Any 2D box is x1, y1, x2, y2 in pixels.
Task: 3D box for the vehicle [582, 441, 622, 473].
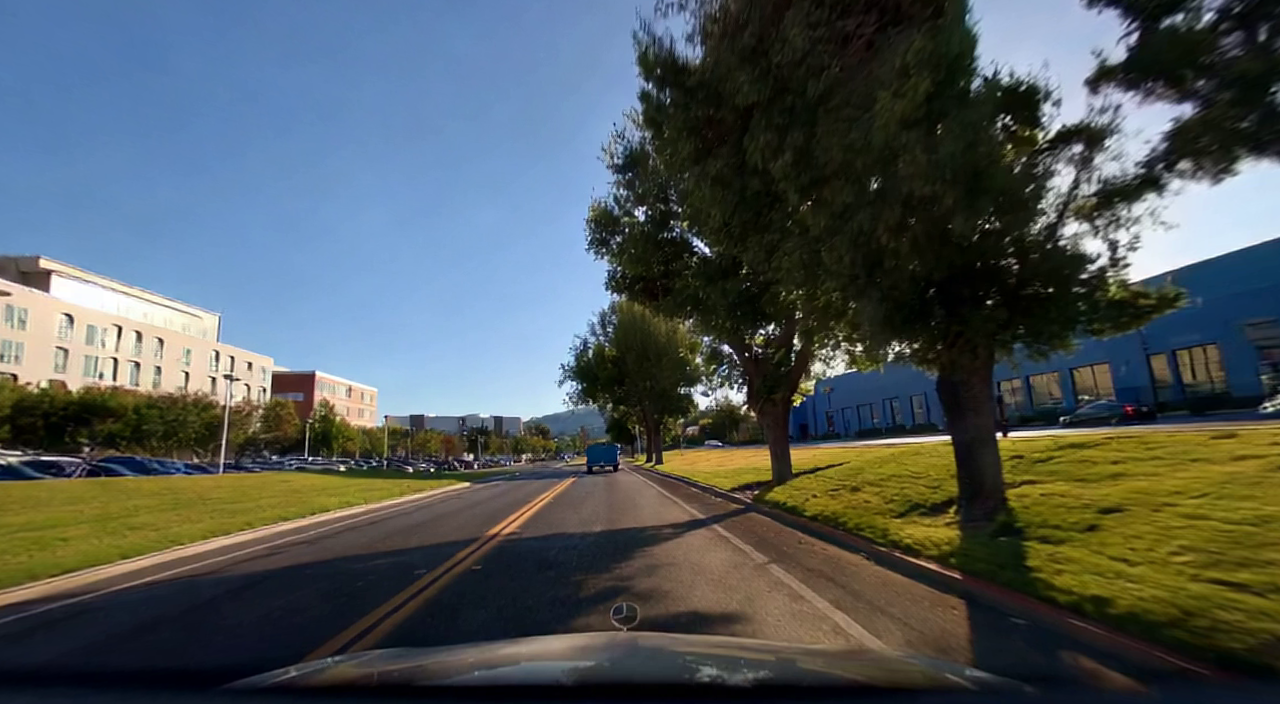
[{"bbox_3d":[-2.644,7.195,43.487,2.556,2.063,5.578,1,-9,-4],"label":"vehicle"}]
